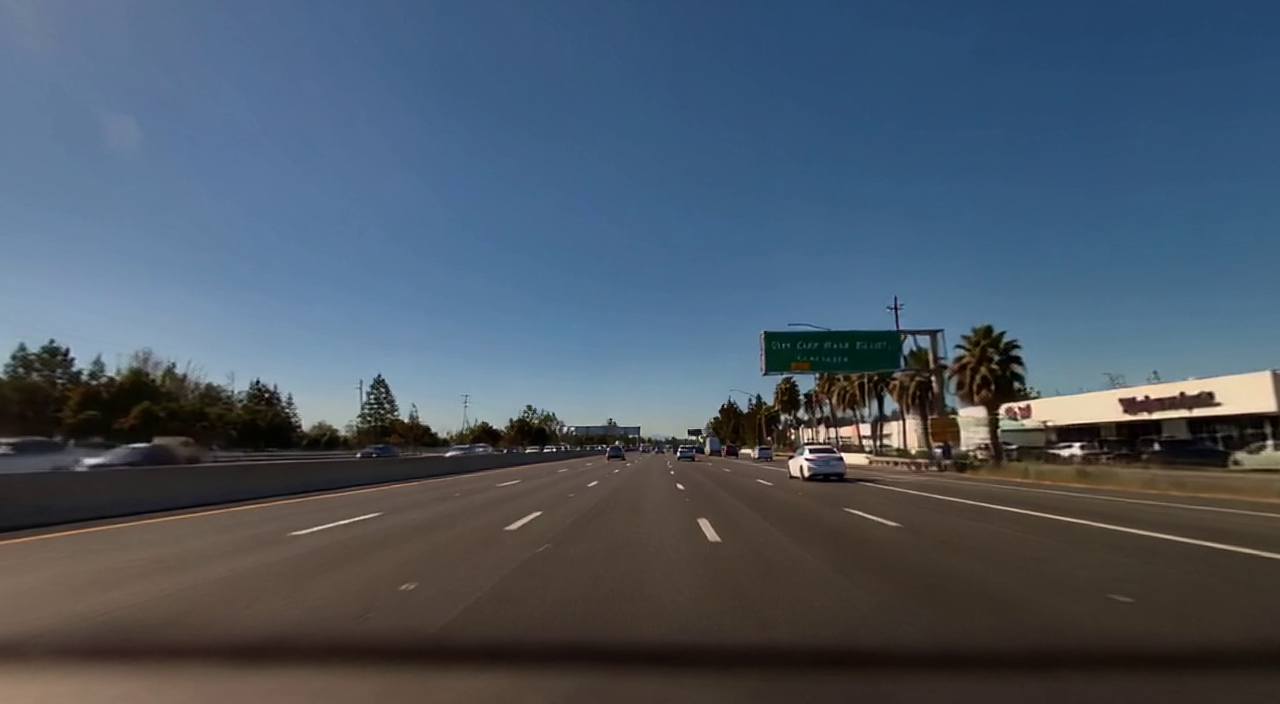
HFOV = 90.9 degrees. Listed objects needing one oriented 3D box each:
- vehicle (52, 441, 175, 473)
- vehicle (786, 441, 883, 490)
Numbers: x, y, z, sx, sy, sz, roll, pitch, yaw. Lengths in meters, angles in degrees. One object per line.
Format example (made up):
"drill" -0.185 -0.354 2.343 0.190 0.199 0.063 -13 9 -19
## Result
"vehicle" -25.456 5.068 30.748 1.804 1.447 4.646 -1 -8 3
"vehicle" 6.861 4.039 22.872 2.071 1.543 4.702 0 -8 1
